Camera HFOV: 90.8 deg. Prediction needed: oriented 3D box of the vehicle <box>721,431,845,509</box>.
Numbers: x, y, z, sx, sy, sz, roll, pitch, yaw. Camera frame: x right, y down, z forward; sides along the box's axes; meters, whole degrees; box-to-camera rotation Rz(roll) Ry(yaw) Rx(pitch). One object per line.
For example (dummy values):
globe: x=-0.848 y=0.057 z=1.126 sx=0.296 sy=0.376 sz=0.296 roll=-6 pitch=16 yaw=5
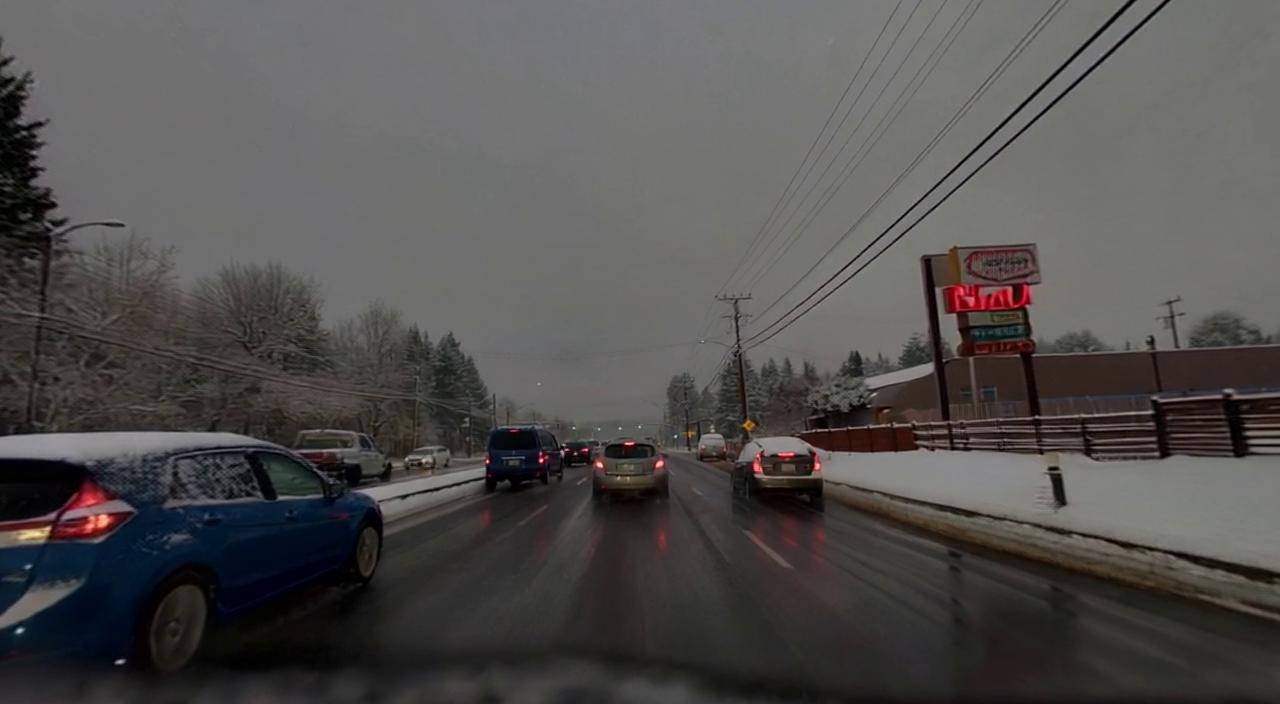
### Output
vehicle: x=3.074 y=2.604 z=14.395 sx=1.880 sy=1.521 sz=3.724 roll=0 pitch=-8 yaw=-1

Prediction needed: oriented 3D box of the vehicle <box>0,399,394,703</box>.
vehicle: x=-3.288 y=1.089 z=3.541 sx=2.004 sy=1.454 sz=4.349 roll=0 pitch=-8 yaw=1

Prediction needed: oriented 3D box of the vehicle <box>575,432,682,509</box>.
vehicle: x=-0.238 y=2.615 z=14.380 sx=2.097 sy=1.511 sz=3.809 roll=0 pitch=-8 yaw=0

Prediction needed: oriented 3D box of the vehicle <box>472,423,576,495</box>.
vehicle: x=-3.258 y=3.136 z=18.834 sx=2.092 sy=1.839 sz=4.736 roll=0 pitch=-8 yaw=1

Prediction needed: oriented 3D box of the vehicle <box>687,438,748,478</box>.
vehicle: x=3.119 y=4.357 z=26.217 sx=1.878 sy=1.479 sz=4.461 roll=0 pitch=-8 yaw=-1
